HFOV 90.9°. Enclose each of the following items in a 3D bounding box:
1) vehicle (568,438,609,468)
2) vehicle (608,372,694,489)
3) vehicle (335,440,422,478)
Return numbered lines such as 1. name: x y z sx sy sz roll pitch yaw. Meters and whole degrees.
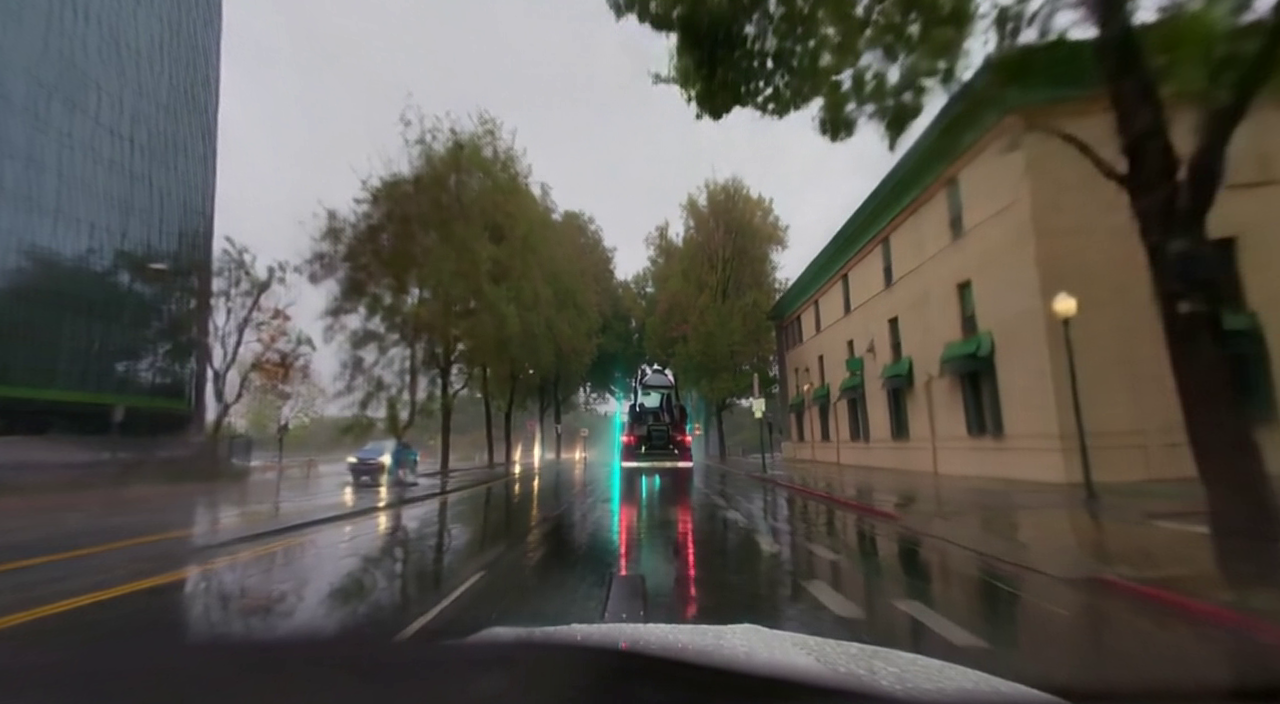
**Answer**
1. vehicle: -3.048 6.088 38.192 2.081 1.688 4.235 0 -9 1
2. vehicle: 0.268 3.165 24.493 2.552 3.461 11.044 -1 -8 -1
3. vehicle: -14.756 6.065 36.136 2.225 1.946 6.187 0 -9 1
